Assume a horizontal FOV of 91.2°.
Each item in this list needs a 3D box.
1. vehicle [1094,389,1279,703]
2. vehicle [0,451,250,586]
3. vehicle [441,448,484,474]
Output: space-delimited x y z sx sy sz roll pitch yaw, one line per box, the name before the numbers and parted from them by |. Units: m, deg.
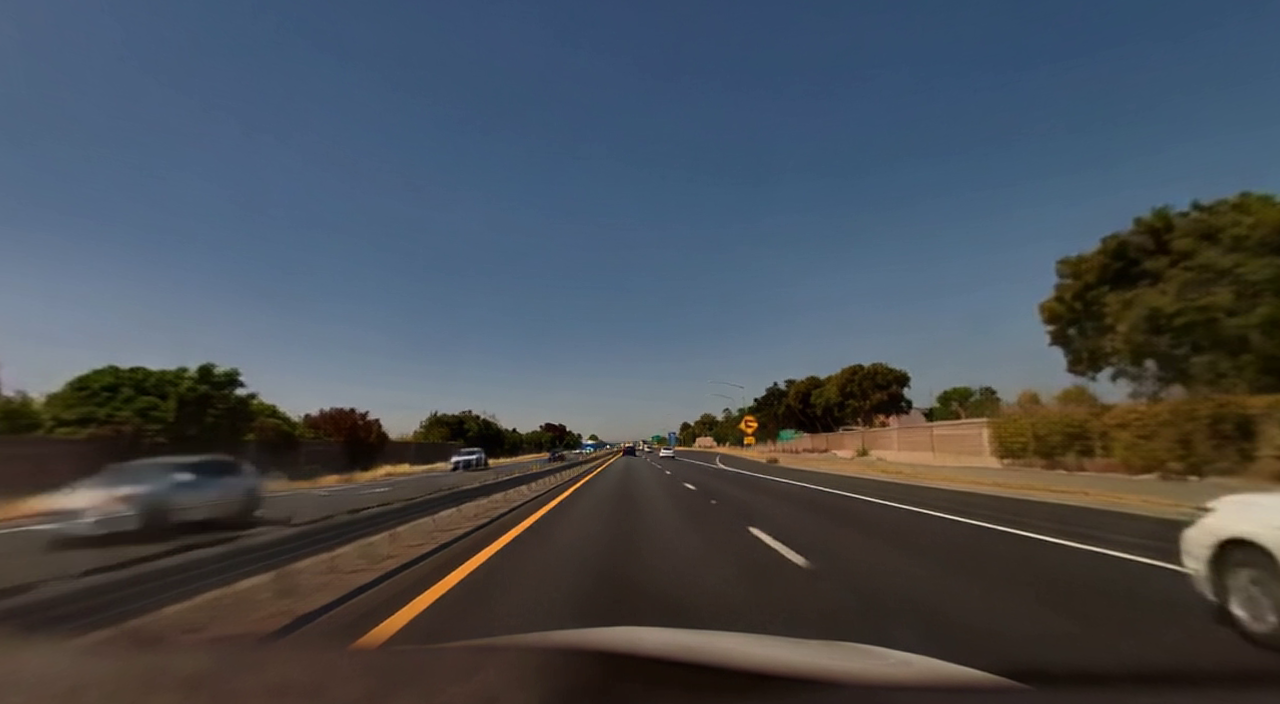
vehicle | 4.158 0.811 2.108 2.001 1.555 4.098 0 -9 -3
vehicle | -8.456 2.344 9.709 1.932 1.559 4.173 -1 -9 4
vehicle | -13.587 8.362 48.267 2.110 1.813 4.799 0 -9 -3
